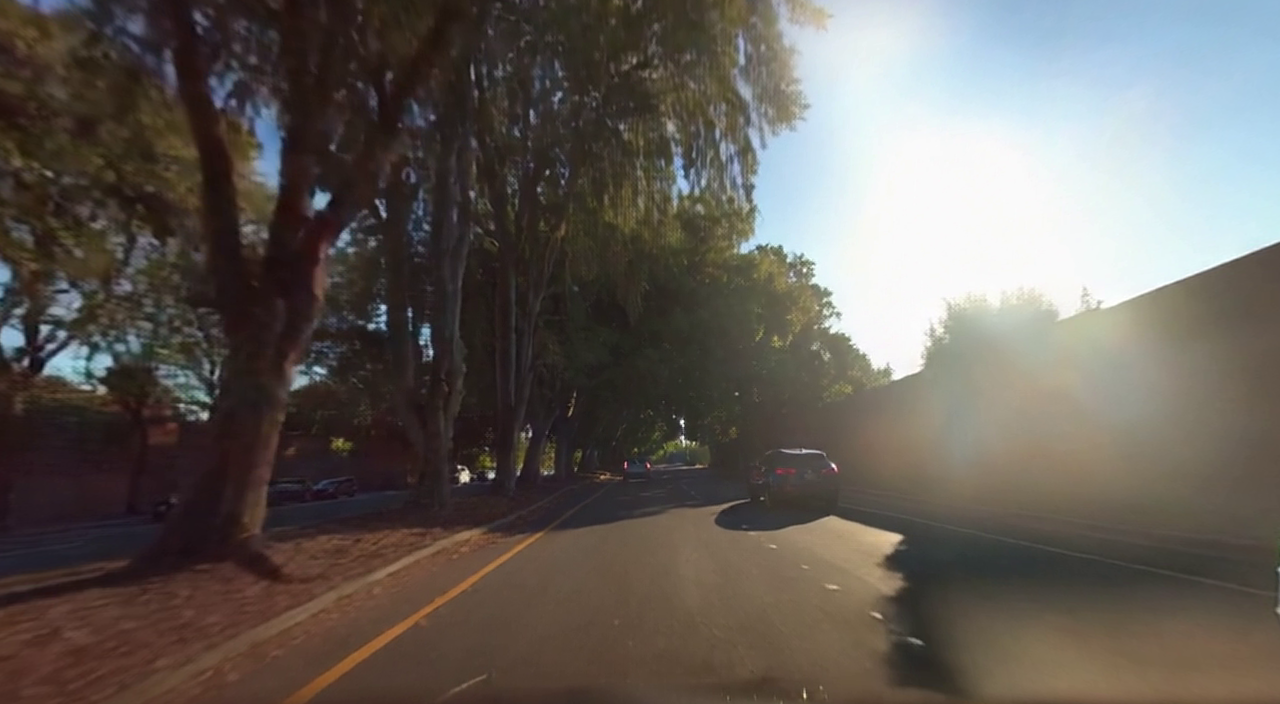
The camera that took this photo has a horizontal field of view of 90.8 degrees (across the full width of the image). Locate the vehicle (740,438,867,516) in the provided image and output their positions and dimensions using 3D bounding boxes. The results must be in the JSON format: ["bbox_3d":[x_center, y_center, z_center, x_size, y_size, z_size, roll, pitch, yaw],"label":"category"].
[{"bbox_3d":[4.200,3.339,17.146,2.155,1.752,4.456,-2,-10,-1],"label":"vehicle"}]

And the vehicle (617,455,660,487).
[{"bbox_3d":[-0.108,7.143,37.987,2.391,1.739,3.837,-2,-10,-1],"label":"vehicle"}]
